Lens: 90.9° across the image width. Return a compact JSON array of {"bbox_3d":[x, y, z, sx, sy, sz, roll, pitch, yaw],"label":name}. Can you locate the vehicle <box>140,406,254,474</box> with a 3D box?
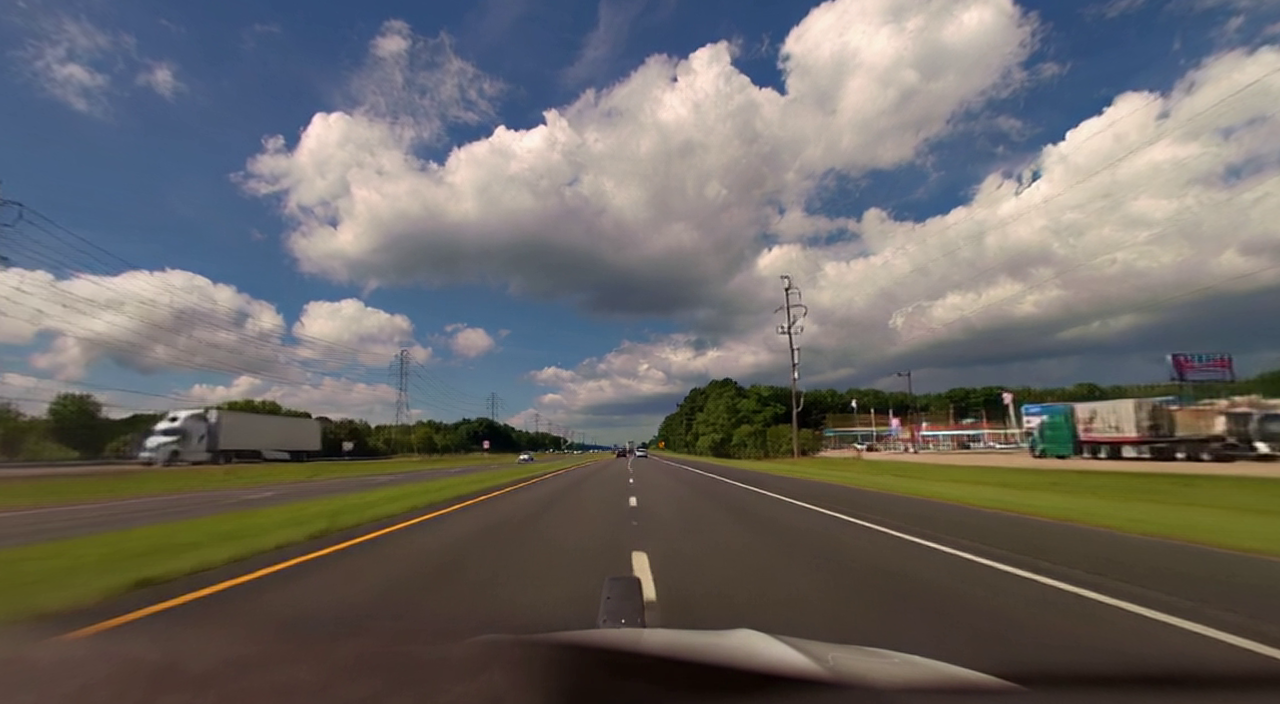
[{"bbox_3d":[-29.004,5.802,41.696,2.866,3.966,6.447,-2,-8,-1],"label":"vehicle"}]

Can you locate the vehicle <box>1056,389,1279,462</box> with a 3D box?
[{"bbox_3d":[32.555,4.684,39.005,10.652,3.951,2.980,-8,-12,43],"label":"vehicle"}]
